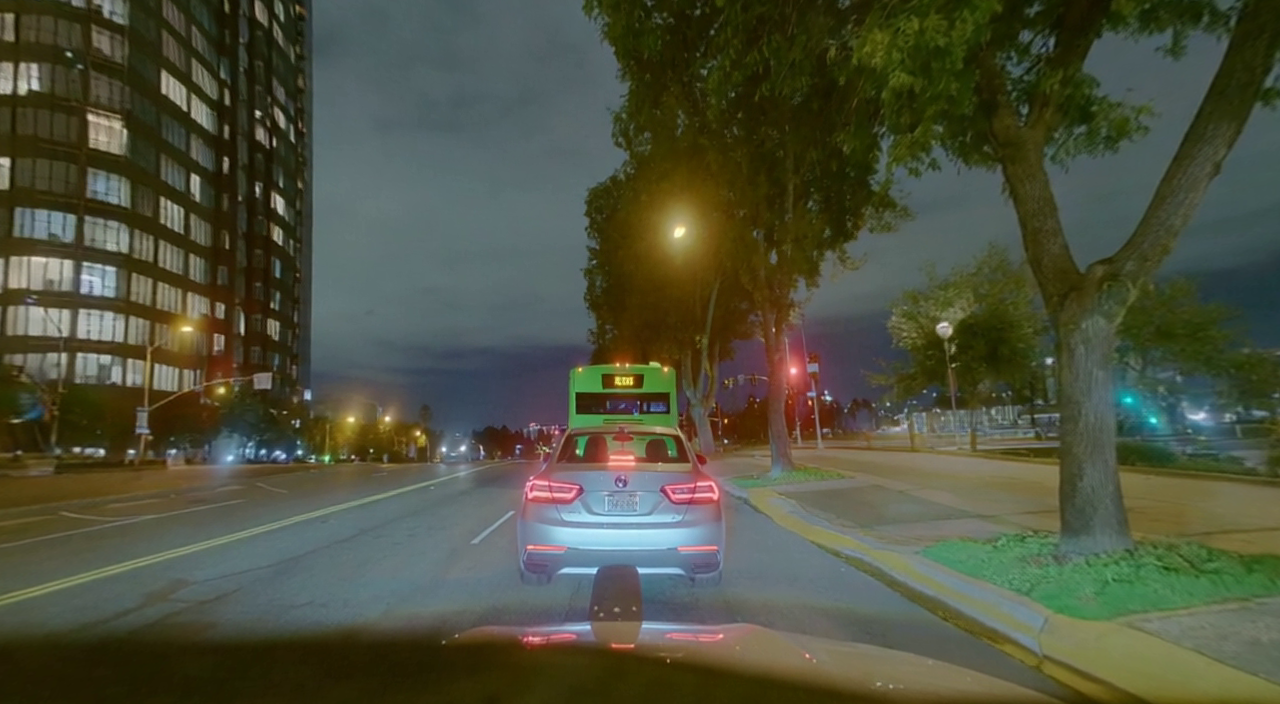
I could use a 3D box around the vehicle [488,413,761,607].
[{"bbox_3d":[-0.154,1.463,6.803,2.064,1.452,3.942,0,-8,-1],"label":"vehicle"}]
